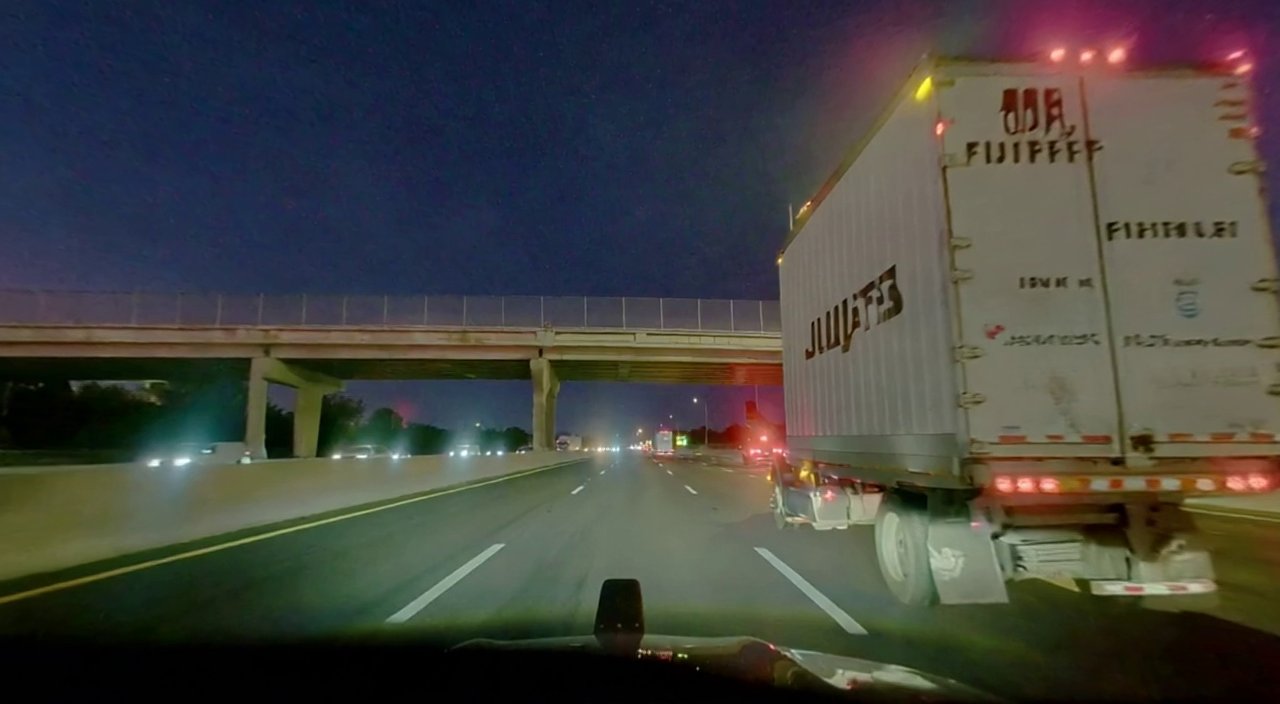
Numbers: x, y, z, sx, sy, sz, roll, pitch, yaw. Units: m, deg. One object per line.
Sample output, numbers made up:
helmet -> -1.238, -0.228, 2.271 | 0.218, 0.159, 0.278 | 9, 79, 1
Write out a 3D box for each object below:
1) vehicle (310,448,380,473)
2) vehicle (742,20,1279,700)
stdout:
vehicle -> -17.553, 6.455, 37.791 | 2.164, 1.436, 4.171 | 0, -9, 0
vehicle -> 3.397, 0.436, 7.521 | 3.210, 4.239, 7.307 | 0, -9, 1
